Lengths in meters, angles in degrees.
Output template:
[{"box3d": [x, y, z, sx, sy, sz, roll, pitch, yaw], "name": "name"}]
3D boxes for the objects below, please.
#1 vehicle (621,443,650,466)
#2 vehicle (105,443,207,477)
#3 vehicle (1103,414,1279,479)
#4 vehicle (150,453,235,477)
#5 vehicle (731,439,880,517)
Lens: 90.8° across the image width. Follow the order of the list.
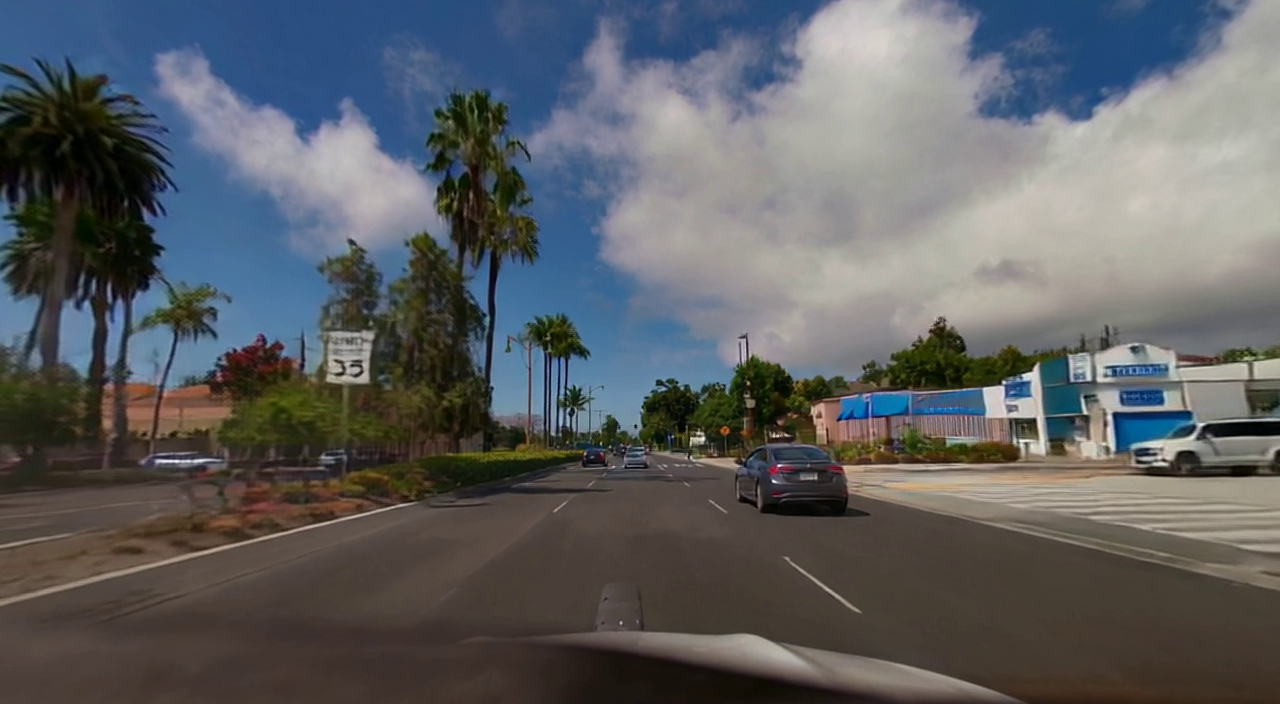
[{"box3d": [-0.355, 7.797, 48.065, 2.102, 1.653, 3.698, 0, -9, -1], "name": "vehicle"}, {"box3d": [-31.972, 7.132, 42.057, 2.210, 2.068, 5.774, 0, -9, 0], "name": "vehicle"}, {"box3d": [18.507, 3.122, 20.706, 4.719, 1.803, 2.339, -2, -12, -4], "name": "vehicle"}, {"box3d": [-29.134, 7.374, 41.364, 1.958, 1.476, 4.576, -2, -10, 5], "name": "vehicle"}, {"box3d": [3.588, 2.811, 14.724, 2.090, 1.503, 4.566, 0, -9, -2], "name": "vehicle"}]
